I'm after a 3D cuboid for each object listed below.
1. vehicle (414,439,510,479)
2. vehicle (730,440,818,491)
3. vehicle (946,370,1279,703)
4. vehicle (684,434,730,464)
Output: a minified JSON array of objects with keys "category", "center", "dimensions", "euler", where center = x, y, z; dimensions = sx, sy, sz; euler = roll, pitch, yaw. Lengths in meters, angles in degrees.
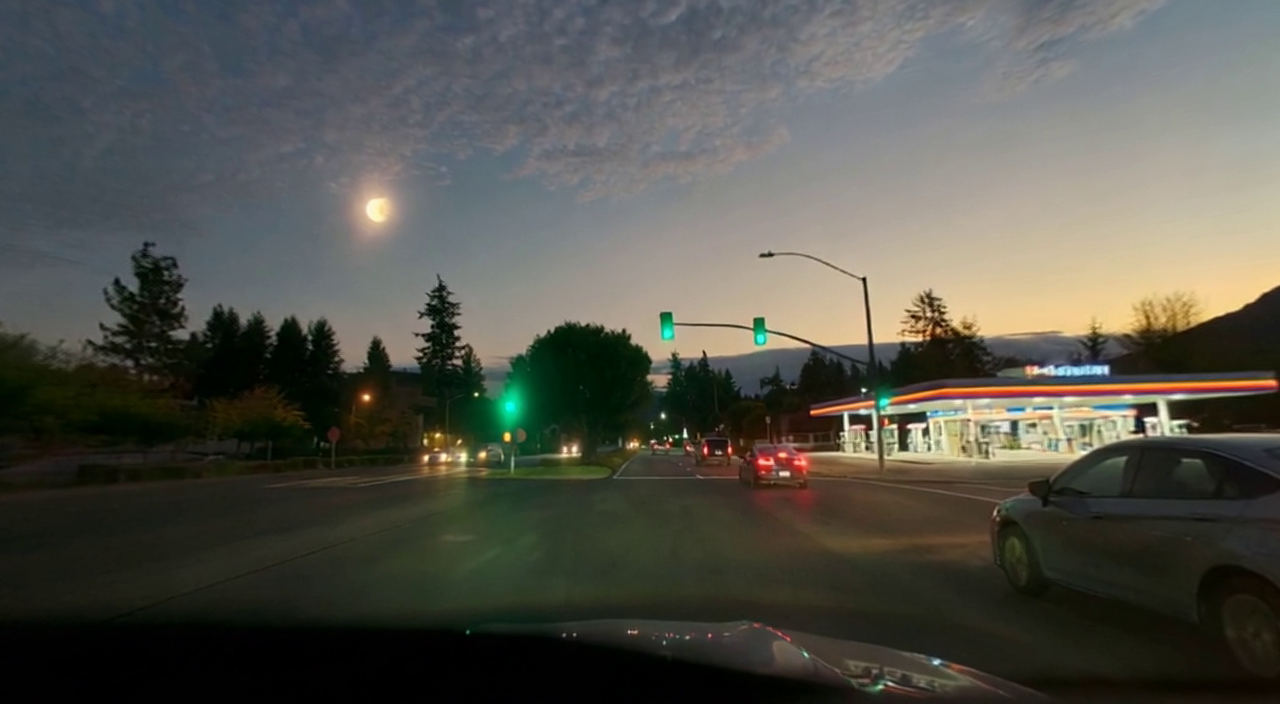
[{"category":"vehicle","center":[-7.893,4.772,28.565],"dimensions":[2.842,1.476,4.980],"euler":[-2,-7,1]},{"category":"vehicle","center":[4.091,3.528,19.972],"dimensions":[1.871,1.442,4.122],"euler":[0,-9,0]},{"category":"vehicle","center":[3.827,1.024,3.472],"dimensions":[1.875,1.665,4.931],"euler":[0,-9,1]},{"category":"vehicle","center":[4.604,6.764,44.081],"dimensions":[2.611,1.983,5.165],"euler":[0,-9,0]}]
